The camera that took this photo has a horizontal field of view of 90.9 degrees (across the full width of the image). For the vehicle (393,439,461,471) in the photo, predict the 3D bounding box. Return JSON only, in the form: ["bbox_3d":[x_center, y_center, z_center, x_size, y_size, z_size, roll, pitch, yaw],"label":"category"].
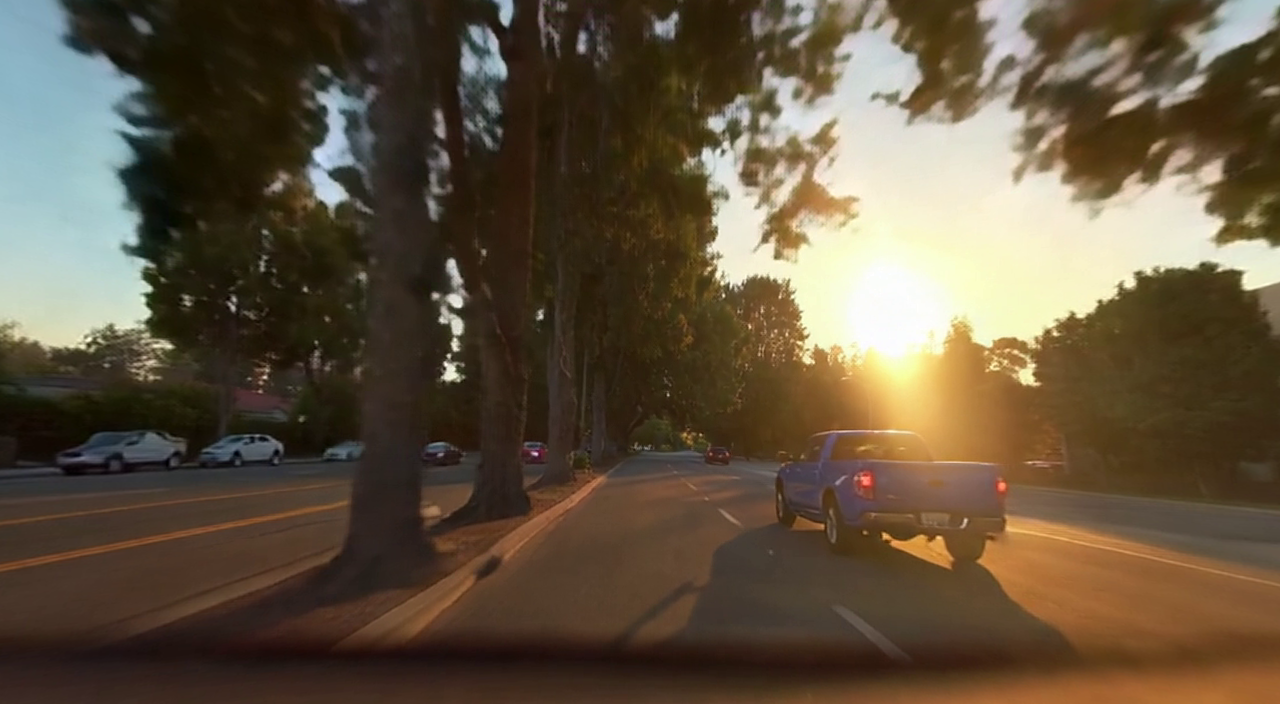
[{"bbox_3d":[-10.937,5.316,32.720,1.999,1.519,4.249,0,-9,1],"label":"vehicle"}]

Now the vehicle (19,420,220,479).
[{"bbox_3d":[-18.618,3.564,23.112,2.398,1.883,5.729,0,-9,1],"label":"vehicle"}]

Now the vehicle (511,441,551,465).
[{"bbox_3d":[-7.895,7.342,46.079,2.121,1.639,4.525,0,-9,0],"label":"vehicle"}]

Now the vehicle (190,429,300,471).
[{"bbox_3d":[-18.498,4.624,29.844,2.051,1.821,4.721,0,-9,1],"label":"vehicle"}]

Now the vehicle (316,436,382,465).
[{"bbox_3d":[-18.606,6.315,40.577,2.025,1.766,4.620,0,-9,0],"label":"vehicle"}]

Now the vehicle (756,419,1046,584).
[{"bbox_3d":[3.182,1.923,9.004,2.108,1.712,4.616,0,-9,-1],"label":"vehicle"}]
